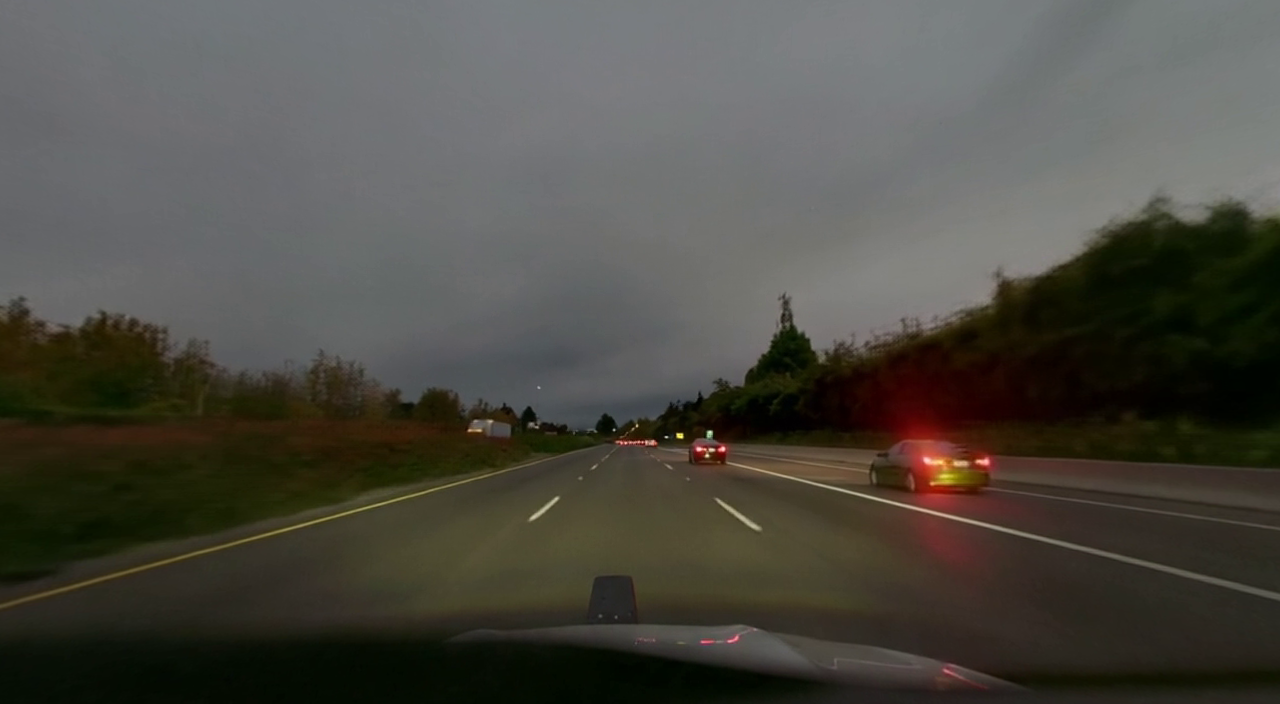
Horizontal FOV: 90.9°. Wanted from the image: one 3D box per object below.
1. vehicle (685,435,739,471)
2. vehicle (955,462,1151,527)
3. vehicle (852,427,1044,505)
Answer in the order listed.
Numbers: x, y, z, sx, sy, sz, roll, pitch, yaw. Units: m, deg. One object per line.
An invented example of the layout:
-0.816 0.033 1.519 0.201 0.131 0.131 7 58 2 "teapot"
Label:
3.176 4.514 28.470 1.819 1.468 3.770 0 -8 -2 "vehicle"
7.101 2.448 11.162 1.535 0.862 2.814 0 -8 -1 "vehicle"
6.982 2.600 15.060 2.003 1.522 4.940 0 -8 -1 "vehicle"
